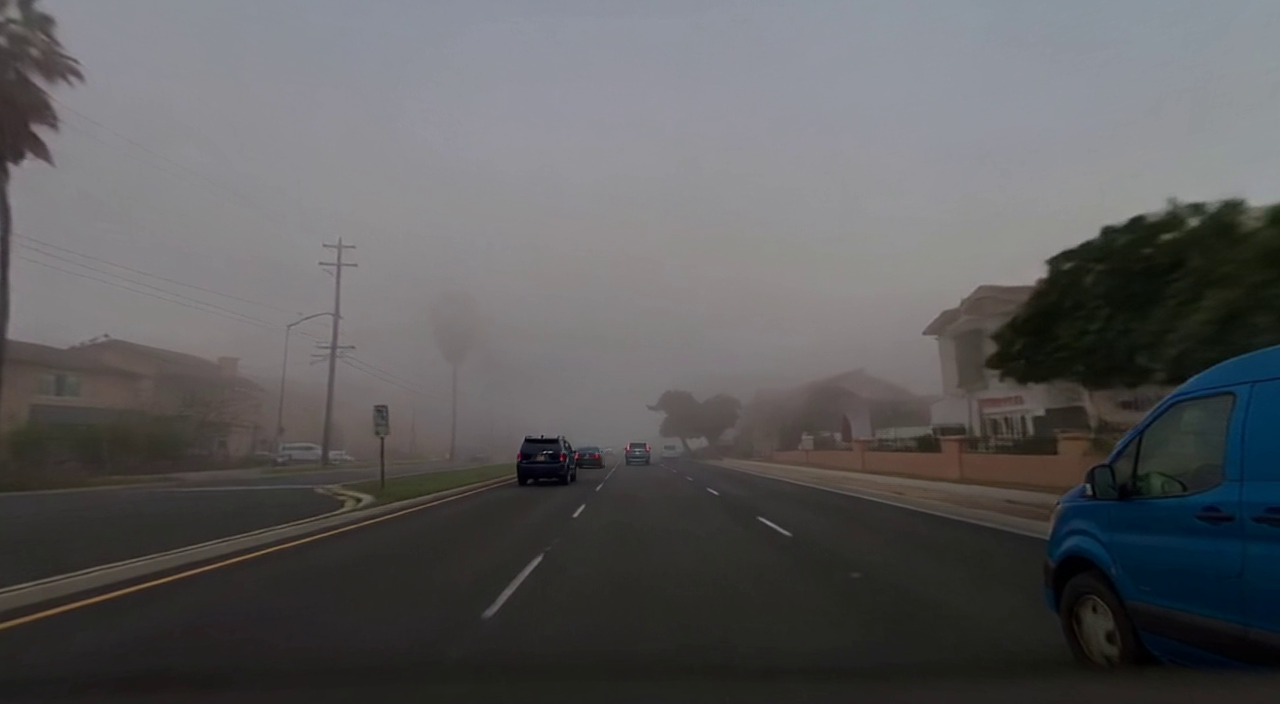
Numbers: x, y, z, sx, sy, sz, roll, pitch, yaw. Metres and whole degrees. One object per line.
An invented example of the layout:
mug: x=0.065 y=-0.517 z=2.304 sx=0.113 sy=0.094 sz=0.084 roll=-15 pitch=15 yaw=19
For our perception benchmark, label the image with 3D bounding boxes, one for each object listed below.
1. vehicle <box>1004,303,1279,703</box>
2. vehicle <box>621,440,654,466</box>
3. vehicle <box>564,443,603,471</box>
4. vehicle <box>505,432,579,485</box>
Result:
vehicle: x=3.752 y=0.681 z=2.028 sx=2.234 sy=1.912 sz=4.847 roll=0 pitch=-9 yaw=0
vehicle: x=-0.201 y=7.033 z=44.068 sx=2.191 sy=1.761 sz=3.857 roll=0 pitch=-9 yaw=-2
vehicle: x=-3.068 y=5.812 z=35.096 sx=1.869 sy=1.454 sz=4.142 roll=0 pitch=-9 yaw=-1
vehicle: x=-3.409 y=3.801 z=22.709 sx=1.967 sy=1.703 sz=4.157 roll=0 pitch=-9 yaw=0
